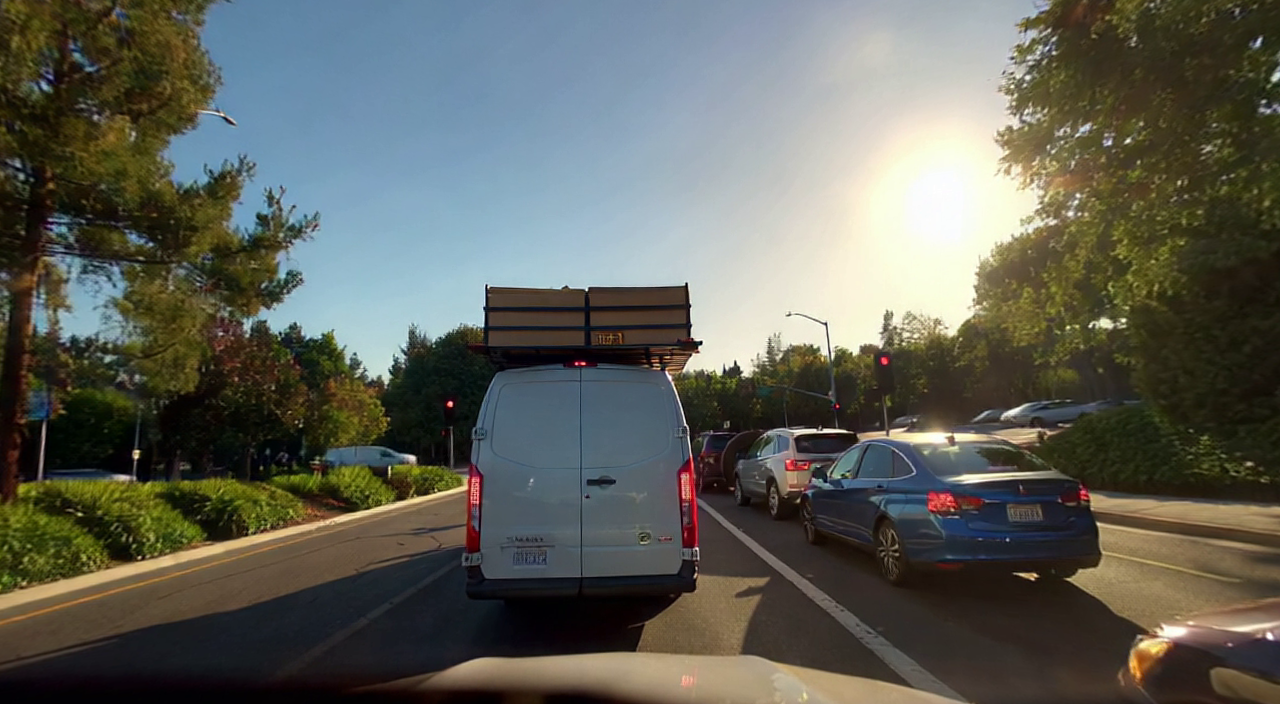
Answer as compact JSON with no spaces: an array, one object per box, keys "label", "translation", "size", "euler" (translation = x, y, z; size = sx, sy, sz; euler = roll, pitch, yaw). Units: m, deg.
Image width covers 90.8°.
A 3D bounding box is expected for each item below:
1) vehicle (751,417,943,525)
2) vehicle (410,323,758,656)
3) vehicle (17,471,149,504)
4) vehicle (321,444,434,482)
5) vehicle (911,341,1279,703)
[{"label":"vehicle","translation":[3.698,2.217,12.268],"size":[2.024,1.692,4.252],"euler":[1,-9,-4]},{"label":"vehicle","translation":[-0.358,1.165,6.184],"size":[2.145,2.089,4.309],"euler":[0,-9,0]},{"label":"vehicle","translation":[-25.395,6.193,28.923],"size":[4.135,1.321,1.687],"euler":[2,-9,-11]},{"label":"vehicle","translation":[-14.136,5.953,34.183],"size":[5.241,1.894,2.257],"euler":[5,-10,-32]},{"label":"vehicle","translation":[3.449,0.940,3.398],"size":[1.965,1.671,4.146],"euler":[0,-9,-3]}]
